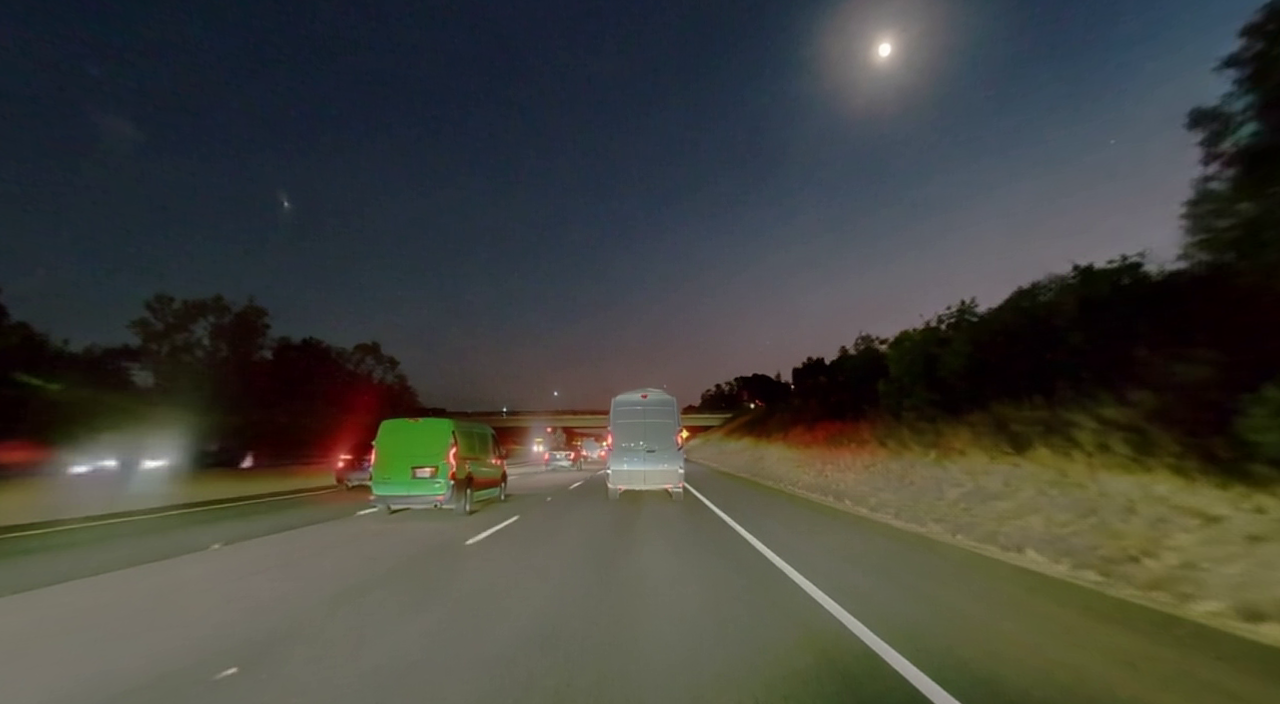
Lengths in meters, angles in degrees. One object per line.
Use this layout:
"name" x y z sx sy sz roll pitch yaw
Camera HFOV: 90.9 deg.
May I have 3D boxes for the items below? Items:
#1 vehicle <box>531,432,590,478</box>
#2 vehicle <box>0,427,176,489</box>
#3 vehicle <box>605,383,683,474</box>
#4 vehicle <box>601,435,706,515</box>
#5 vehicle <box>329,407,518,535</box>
"vehicle" -3.437 4.582 28.063 2.068 1.862 4.234 0 -9 0
"vehicle" -18.734 3.603 21.535 2.077 1.868 4.734 0 -9 0
"vehicle" 0.451 4.648 35.915 3.289 3.822 18.653 0 -9 2
"vehicle" 0.251 2.634 13.832 1.991 1.507 3.391 0 -9 0
"vehicle" -3.622 2.081 11.437 1.951 1.882 3.979 0 -9 0
